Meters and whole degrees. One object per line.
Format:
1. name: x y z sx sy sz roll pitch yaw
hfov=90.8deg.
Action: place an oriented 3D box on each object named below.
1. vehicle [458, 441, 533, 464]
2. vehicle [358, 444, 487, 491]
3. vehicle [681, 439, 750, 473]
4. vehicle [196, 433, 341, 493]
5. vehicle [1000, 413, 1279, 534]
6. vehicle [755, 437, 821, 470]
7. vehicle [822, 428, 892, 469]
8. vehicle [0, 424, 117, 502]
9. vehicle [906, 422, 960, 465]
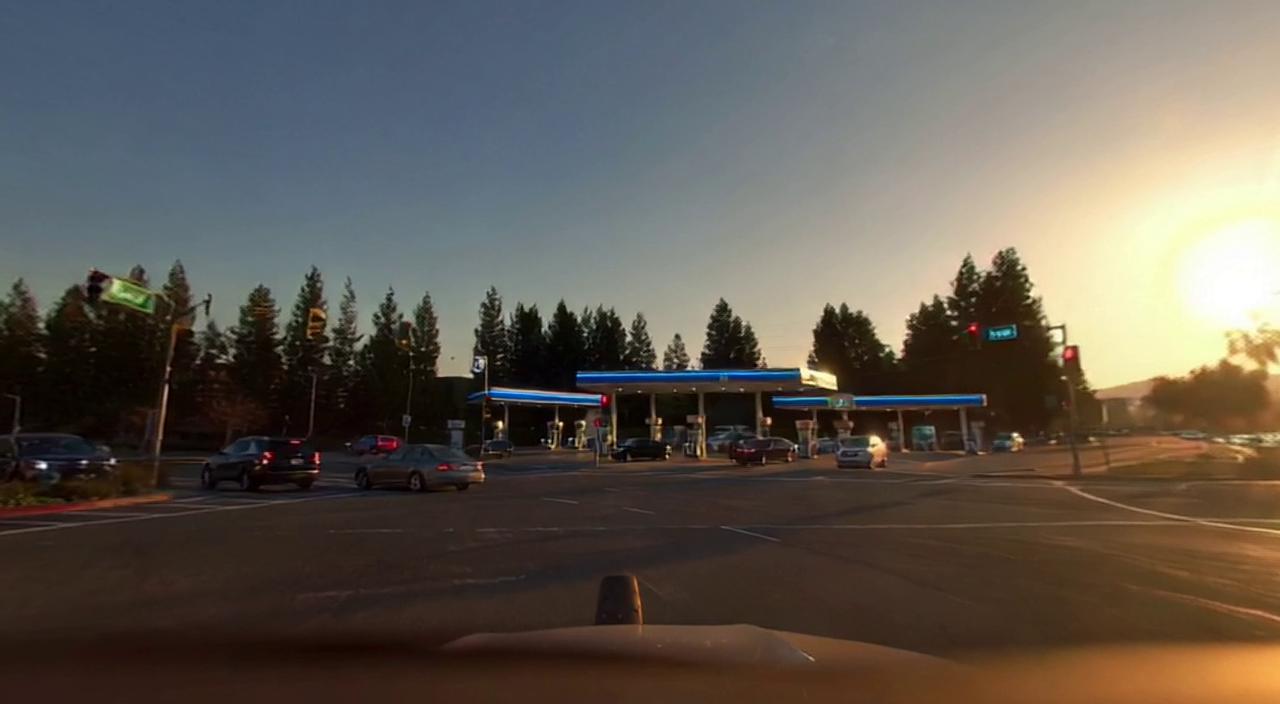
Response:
1. vehicle: -10.671 7.431 46.899 5.020 1.660 1.819 6 -10 -34
2. vehicle: -7.591 3.938 21.911 4.581 1.460 1.965 -6 -11 37
3. vehicle: 4.144 5.565 33.896 2.210 1.565 4.588 -7 -11 25
4. vehicle: -12.224 3.578 20.728 4.616 1.733 2.351 -6 -11 36
5. vehicle: 8.577 1.998 10.961 2.126 1.626 4.585 0 -8 3
6. vehicle: 7.749 5.242 32.740 2.210 1.542 4.501 -7 -11 26
7. vehicle: 11.123 4.878 32.067 2.517 1.875 5.774 -4 -9 26
8. vehicle: -17.234 3.107 17.717 4.658 1.911 2.162 -6 -10 27
9. vehicle: 16.862 5.239 36.238 2.486 2.240 5.933 -4 -9 26
